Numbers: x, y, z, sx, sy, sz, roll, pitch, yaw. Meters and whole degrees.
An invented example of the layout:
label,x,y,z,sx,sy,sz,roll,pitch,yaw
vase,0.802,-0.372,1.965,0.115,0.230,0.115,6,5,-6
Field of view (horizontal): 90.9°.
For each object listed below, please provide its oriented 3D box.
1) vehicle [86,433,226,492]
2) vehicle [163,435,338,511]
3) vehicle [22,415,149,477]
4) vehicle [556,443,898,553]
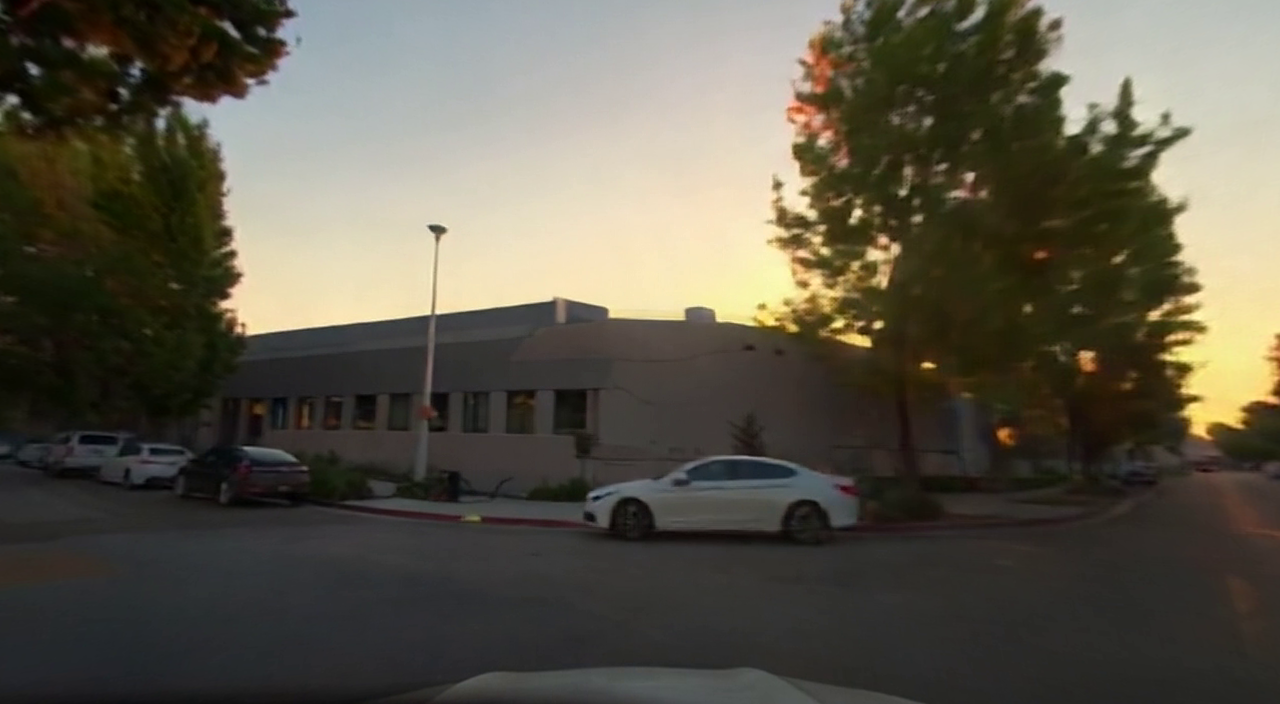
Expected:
label,x,y,z,sx,sy,sz,roll,pitch,yaw
vehicle,-13.965,3.169,18.107,4.498,1.479,1.815,-7,-13,35
vehicle,-8.998,2.742,14.482,4.118,1.482,1.889,-7,-13,36
vehicle,-19.880,3.410,22.516,4.898,1.972,2.242,-7,-13,37
vehicle,1.214,2.236,9.876,4.770,1.448,1.983,1,-11,0
